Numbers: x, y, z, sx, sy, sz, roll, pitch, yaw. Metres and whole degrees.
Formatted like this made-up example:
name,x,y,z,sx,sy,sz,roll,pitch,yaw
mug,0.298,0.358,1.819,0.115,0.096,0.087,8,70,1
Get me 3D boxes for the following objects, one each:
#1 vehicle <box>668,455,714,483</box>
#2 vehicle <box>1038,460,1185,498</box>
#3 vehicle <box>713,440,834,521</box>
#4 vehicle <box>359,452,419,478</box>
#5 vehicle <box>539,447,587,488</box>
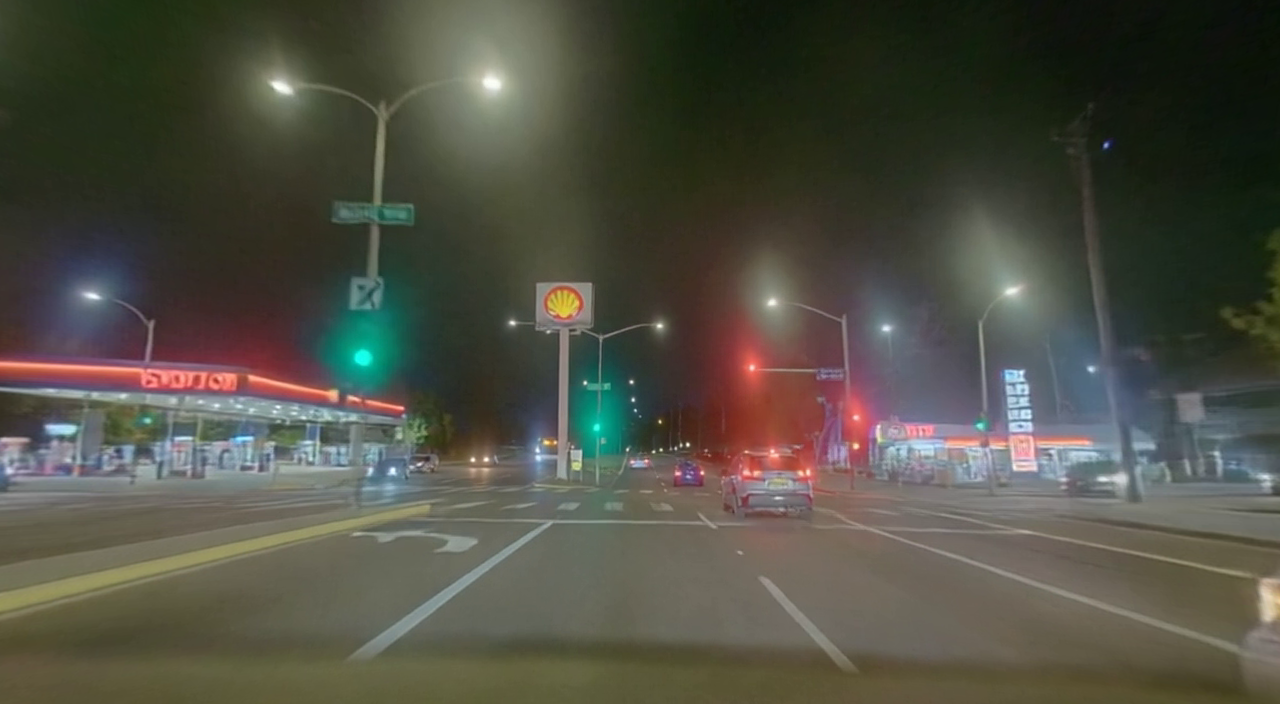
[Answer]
name,x,y,z,sx,sy,sz,roll,pitch,yaw
vehicle,2.937,6.883,37.186,2.282,1.458,4.362,1,-9,0
vehicle,20.901,5.648,28.091,4.727,1.514,2.211,0,-9,1
vehicle,3.076,3.049,15.499,1.999,1.679,4.217,1,-9,-1
vehicle,-17.792,8.021,44.917,1.956,1.634,5.000,0,-9,3
vehicle,-3.747,5.776,31.087,2.189,1.836,4.693,1,-12,-6
